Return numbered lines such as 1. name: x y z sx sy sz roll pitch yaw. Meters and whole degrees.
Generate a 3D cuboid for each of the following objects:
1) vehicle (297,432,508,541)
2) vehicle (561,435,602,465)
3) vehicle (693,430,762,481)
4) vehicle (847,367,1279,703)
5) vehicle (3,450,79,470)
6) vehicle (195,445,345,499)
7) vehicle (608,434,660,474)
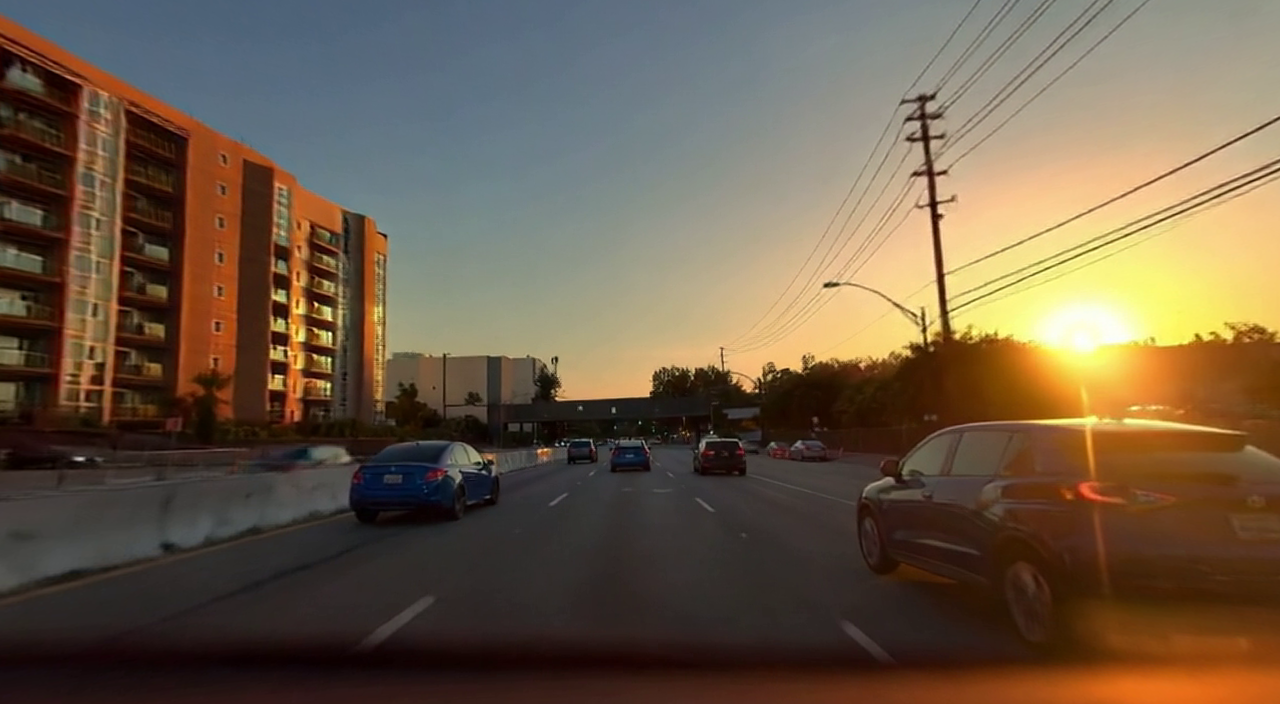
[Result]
1. vehicle: -3.721 2.162 10.860 1.968 1.473 4.209 0 -8 0
2. vehicle: -3.777 6.435 41.533 2.190 1.832 4.417 0 -8 0
3. vehicle: 3.311 4.035 24.822 2.029 1.797 4.218 0 -8 -1
4. vehicle: 3.149 1.139 4.481 1.975 1.598 4.025 0 -8 0
5. vehicle: -37.145 6.694 39.195 3.745 1.024 2.044 -5 -8 23
6. vehicle: -11.424 3.691 19.973 1.892 1.472 4.695 0 -8 0
7. vehicle: -0.291 4.813 30.042 2.291 1.714 4.217 0 -8 0
